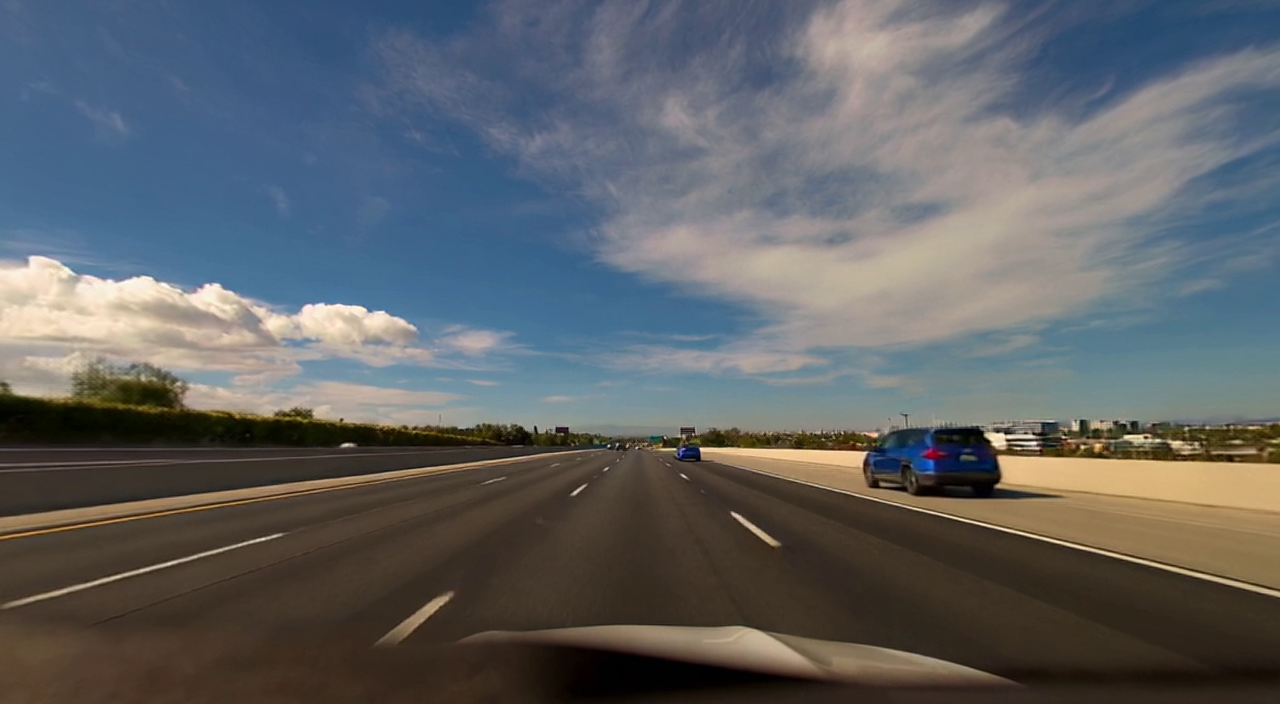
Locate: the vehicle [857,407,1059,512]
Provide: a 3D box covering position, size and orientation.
[{"bbox_3d":[6.759,2.350,14.195,2.065,1.953,4.605,0,-8,-1],"label":"vehicle"}]

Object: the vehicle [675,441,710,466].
[{"bbox_3d":[3.467,6.790,42.387,2.000,1.533,3.770,0,-8,-1],"label":"vehicle"}]
